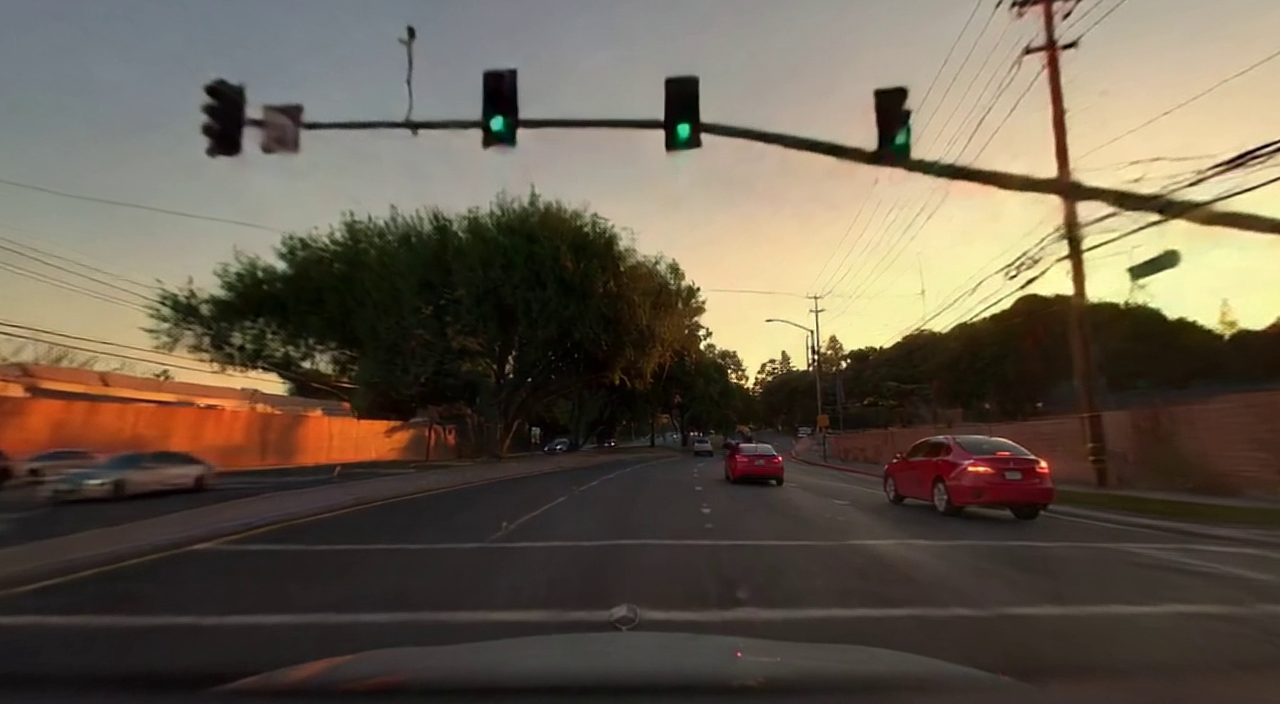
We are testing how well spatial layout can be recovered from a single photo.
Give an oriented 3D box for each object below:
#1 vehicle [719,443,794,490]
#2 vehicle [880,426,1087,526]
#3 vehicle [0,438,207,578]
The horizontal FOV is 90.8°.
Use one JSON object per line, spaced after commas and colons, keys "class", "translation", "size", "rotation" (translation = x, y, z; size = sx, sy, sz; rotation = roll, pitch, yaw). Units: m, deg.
{"class": "vehicle", "translation": [4.026, 4.014, 22.533], "size": [2.035, 1.460, 4.392], "rotation": [-1, -9, 3]}
{"class": "vehicle", "translation": [7.112, 2.589, 13.765], "size": [2.029, 1.795, 4.371], "rotation": [0, -9, 0]}
{"class": "vehicle", "translation": [-8.790, 2.059, 8.743], "size": [1.933, 1.502, 4.946], "rotation": [7, -8, 1]}
